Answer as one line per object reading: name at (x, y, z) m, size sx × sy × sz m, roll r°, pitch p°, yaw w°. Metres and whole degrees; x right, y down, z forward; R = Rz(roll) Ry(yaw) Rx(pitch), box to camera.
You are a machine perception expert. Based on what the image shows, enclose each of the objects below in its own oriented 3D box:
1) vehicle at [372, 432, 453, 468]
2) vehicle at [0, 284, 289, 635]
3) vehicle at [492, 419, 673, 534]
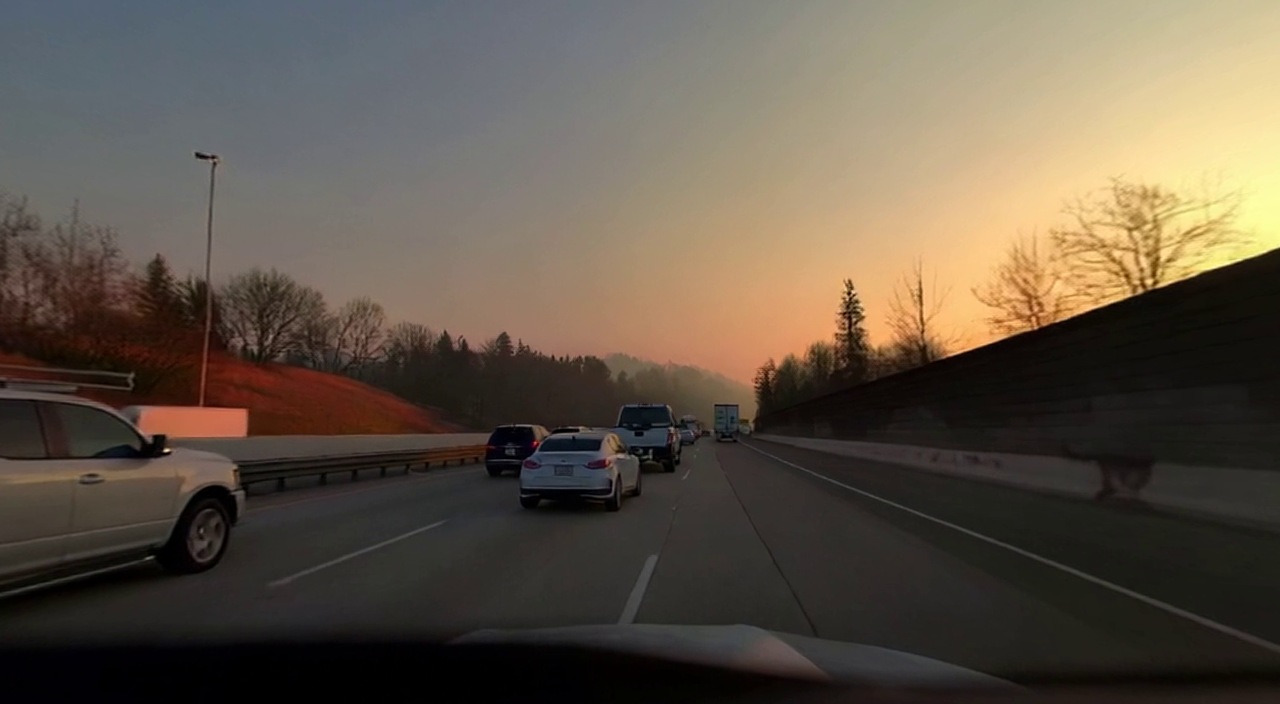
vehicle at (-10.837, 4.683, 30.294) m, size 1.920 × 1.587 × 4.323 m, roll -1°, pitch -8°, yaw 6°
vehicle at (-5.655, 0.781, 4.639) m, size 2.386 × 2.435 × 5.831 m, roll -1°, pitch -8°, yaw 5°
vehicle at (-0.671, 1.914, 10.411) m, size 2.089 × 1.485 × 4.153 m, roll -1°, pitch -8°, yaw 7°
